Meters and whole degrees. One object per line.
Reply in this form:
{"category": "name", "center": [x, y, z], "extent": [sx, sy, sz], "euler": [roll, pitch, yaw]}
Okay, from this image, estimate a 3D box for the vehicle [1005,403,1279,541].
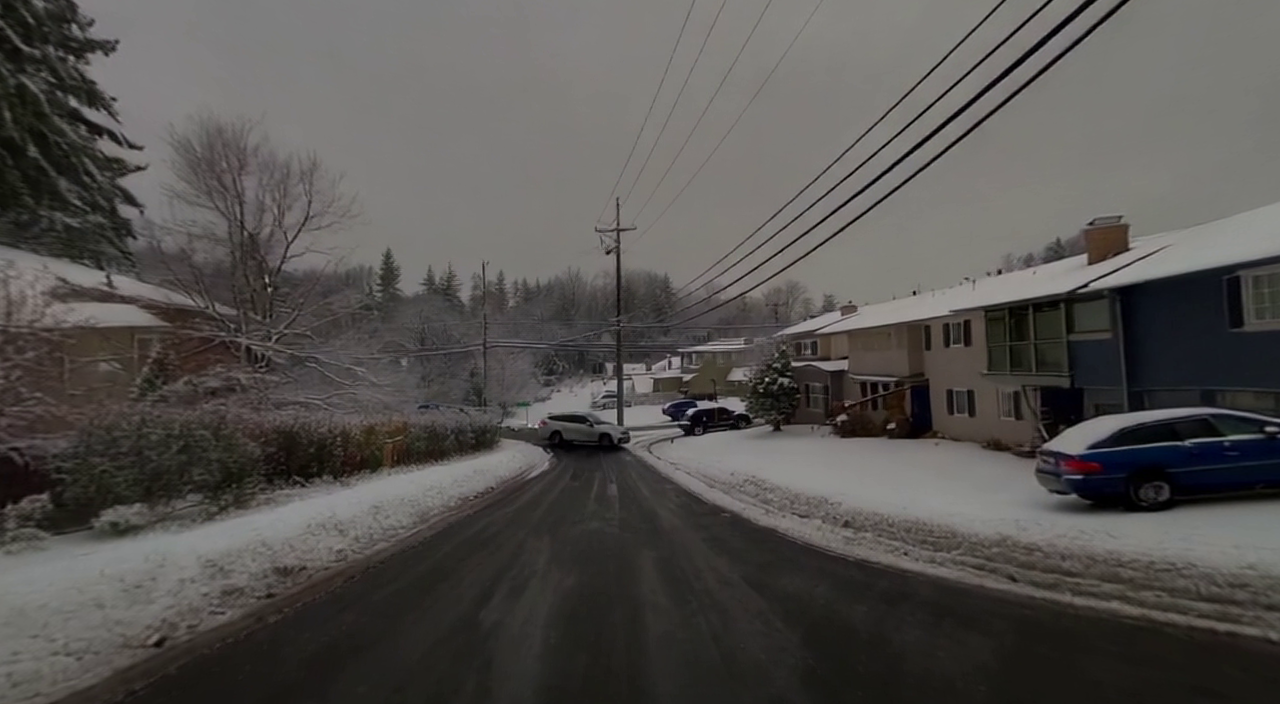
{"category": "vehicle", "center": [9.403, 2.043, 10.878], "extent": [5.663, 1.913, 2.170], "euler": [5, -10, -21]}
